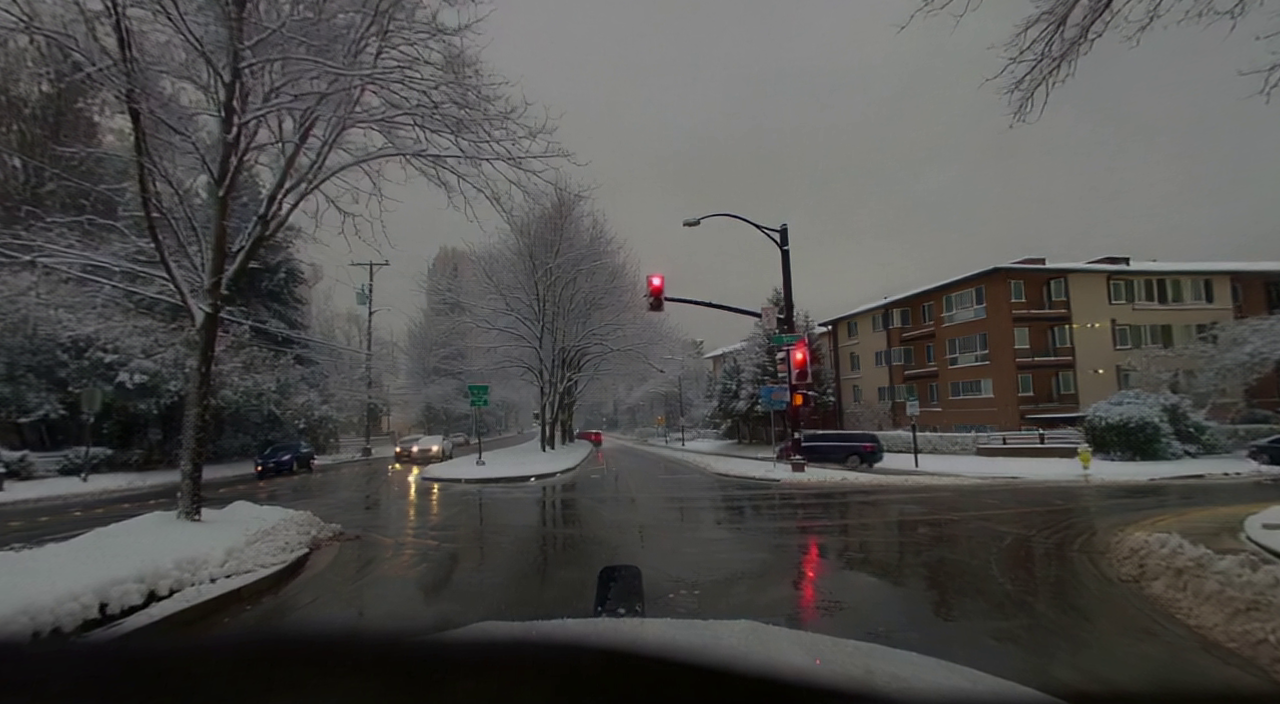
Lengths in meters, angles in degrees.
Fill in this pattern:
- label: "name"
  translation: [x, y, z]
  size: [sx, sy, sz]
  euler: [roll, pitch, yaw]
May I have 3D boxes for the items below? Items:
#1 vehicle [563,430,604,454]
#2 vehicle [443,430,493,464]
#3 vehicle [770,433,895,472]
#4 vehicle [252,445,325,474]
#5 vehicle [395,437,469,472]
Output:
- label: "vehicle"
  translation: [-4.249, 6.742, 47.118]
  size: [1.993, 1.664, 4.424]
  euler: [3, -9, -19]
- label: "vehicle"
  translation: [-9.769, 5.452, 36.191]
  size: [1.910, 1.818, 4.057]
  euler: [0, -9, -3]
- label: "vehicle"
  translation: [8.430, 4.445, 27.980]
  size: [4.790, 1.571, 2.073]
  euler: [-8, -12, 43]
- label: "vehicle"
  translation: [-21.089, 6.458, 38.124]
  size: [1.981, 1.628, 4.336]
  euler: [0, -9, -1]
- label: "vehicle"
  translation: [-9.681, 4.800, 29.785]
  size: [2.116, 1.521, 4.294]
  euler: [0, -9, -2]
